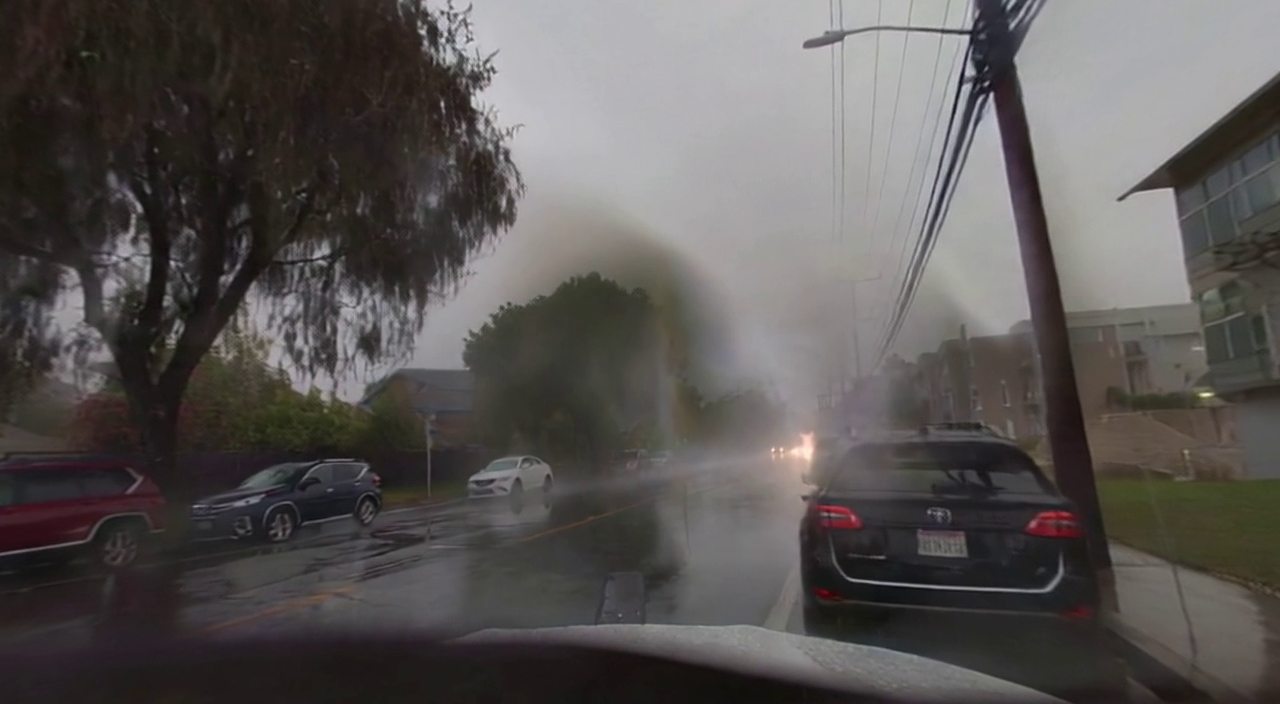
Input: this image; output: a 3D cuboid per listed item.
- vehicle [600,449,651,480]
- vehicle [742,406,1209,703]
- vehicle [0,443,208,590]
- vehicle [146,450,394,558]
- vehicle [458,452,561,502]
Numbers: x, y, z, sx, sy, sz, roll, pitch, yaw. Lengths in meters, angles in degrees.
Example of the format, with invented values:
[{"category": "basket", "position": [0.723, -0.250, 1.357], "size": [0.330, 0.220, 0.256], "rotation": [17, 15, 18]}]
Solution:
[{"category": "vehicle", "position": [-0.841, 7.038, 39.893], "size": [2.011, 1.801, 4.676], "rotation": [-2, -9, 15]}, {"category": "vehicle", "position": [2.187, 1.384, 5.387], "size": [2.030, 1.535, 4.683], "rotation": [-2, -9, 16]}, {"category": "vehicle", "position": [-9.053, 2.327, 8.729], "size": [1.973, 1.848, 5.100], "rotation": [-10, -11, 12]}, {"category": "vehicle", "position": [-7.693, 3.171, 13.805], "size": [2.068, 1.745, 4.579], "rotation": [-9, -11, 11]}, {"category": "vehicle", "position": [-5.056, 4.969, 25.150], "size": [2.017, 1.582, 4.664], "rotation": [-9, -13, 14]}]
